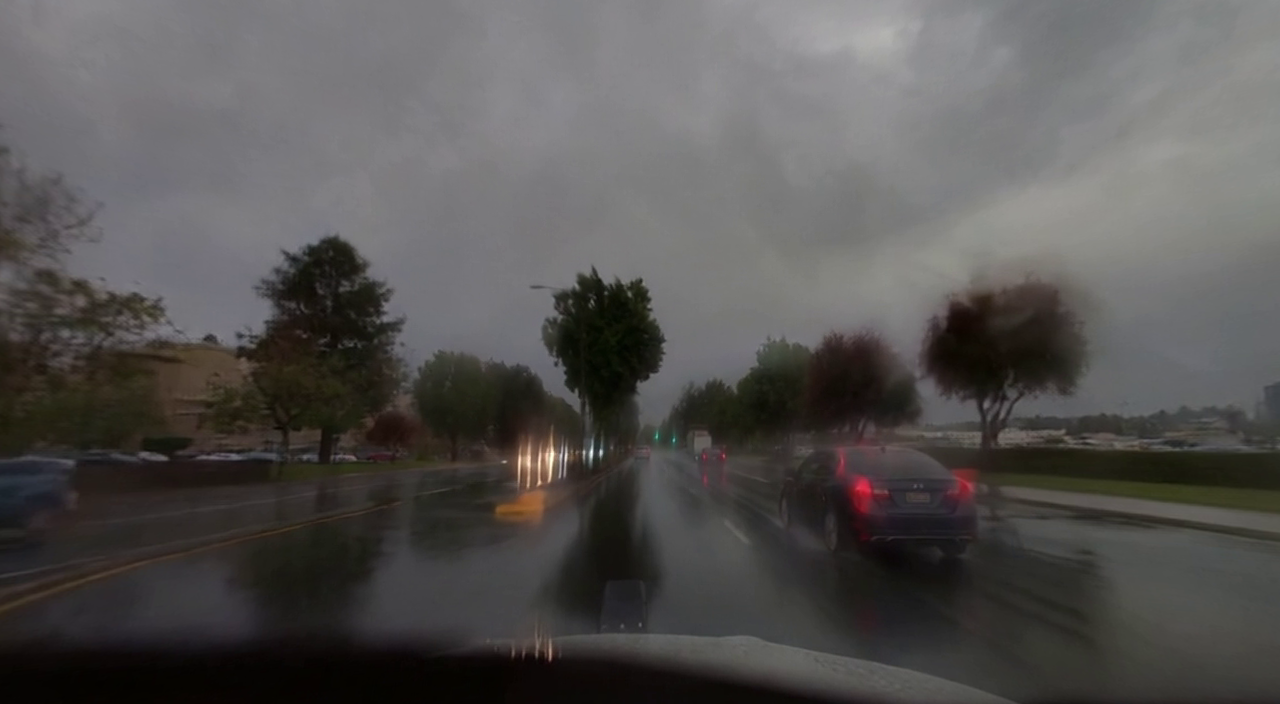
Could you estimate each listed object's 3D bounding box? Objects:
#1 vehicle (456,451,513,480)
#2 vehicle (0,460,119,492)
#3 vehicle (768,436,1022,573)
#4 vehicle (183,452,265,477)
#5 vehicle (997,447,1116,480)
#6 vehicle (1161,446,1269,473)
[{"bbox_3d":[-8.484,6.219,34.598,1.946,1.464,4.376,0,-9,1],"label":"vehicle"},{"bbox_3d":[-29.263,6.164,31.357,4.707,1.474,1.964,0,-9,1],"label":"vehicle"},{"bbox_3d":[3.303,2.048,9.261,1.935,1.501,4.384,0,-9,1],"label":"vehicle"},{"bbox_3d":[-29.475,7.982,44.560,4.409,1.676,1.917,0,-9,-3],"label":"vehicle"},{"bbox_3d":[19.309,5.168,29.268,4.127,1.462,1.861,-1,-9,4],"label":"vehicle"},{"bbox_3d":[38.264,7.139,41.889,1.972,1.705,5.035,8,-12,-43],"label":"vehicle"}]
